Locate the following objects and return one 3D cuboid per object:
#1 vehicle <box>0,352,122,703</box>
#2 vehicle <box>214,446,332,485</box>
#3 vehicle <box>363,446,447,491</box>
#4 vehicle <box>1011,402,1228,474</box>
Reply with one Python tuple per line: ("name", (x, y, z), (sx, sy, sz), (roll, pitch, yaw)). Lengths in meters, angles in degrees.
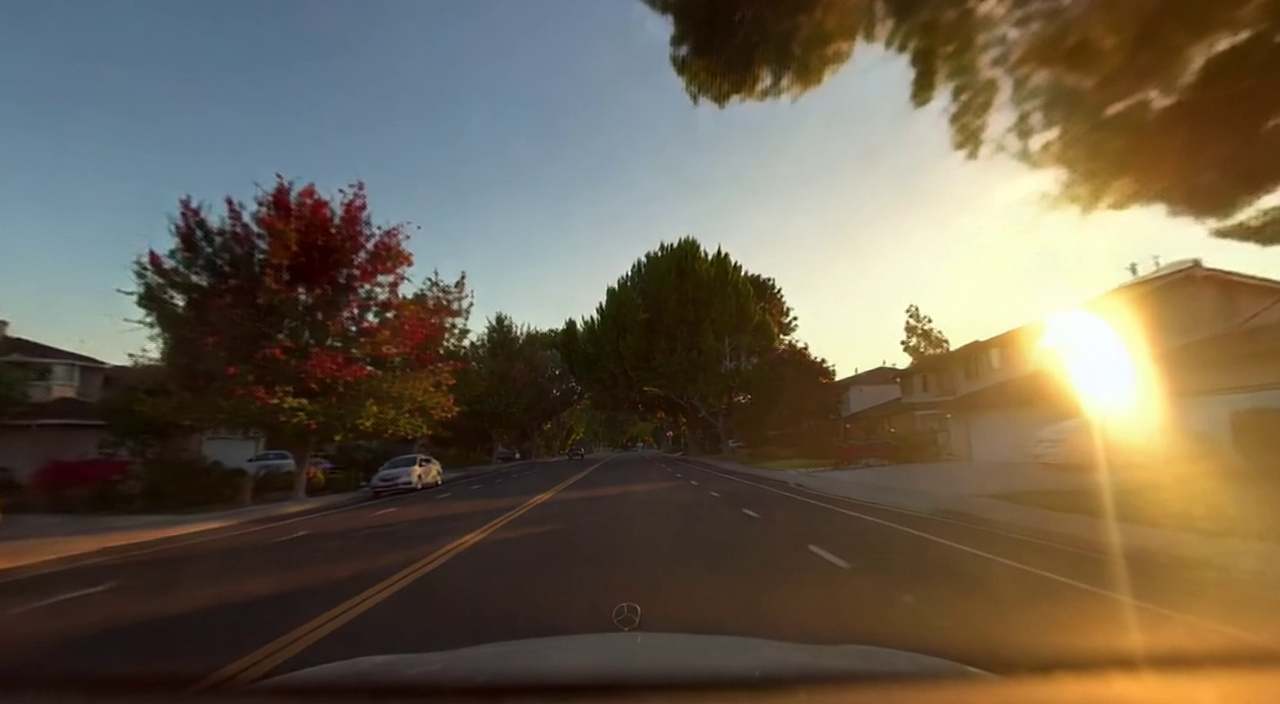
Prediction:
("vehicle", (-4.231, 0.646, 1.162), (2.151, 1.830, 5.172), (0, -8, 0))
("vehicle", (-19.562, 6.071, 33.862), (4.802, 1.868, 2.395), (-1, -9, -2))
("vehicle", (-9.751, 4.837, 26.638), (1.931, 1.465, 4.683), (-5, -7, -3))
("vehicle", (13.736, 2.484, 18.357), (4.441, 1.932, 2.243), (0, -7, 0))
